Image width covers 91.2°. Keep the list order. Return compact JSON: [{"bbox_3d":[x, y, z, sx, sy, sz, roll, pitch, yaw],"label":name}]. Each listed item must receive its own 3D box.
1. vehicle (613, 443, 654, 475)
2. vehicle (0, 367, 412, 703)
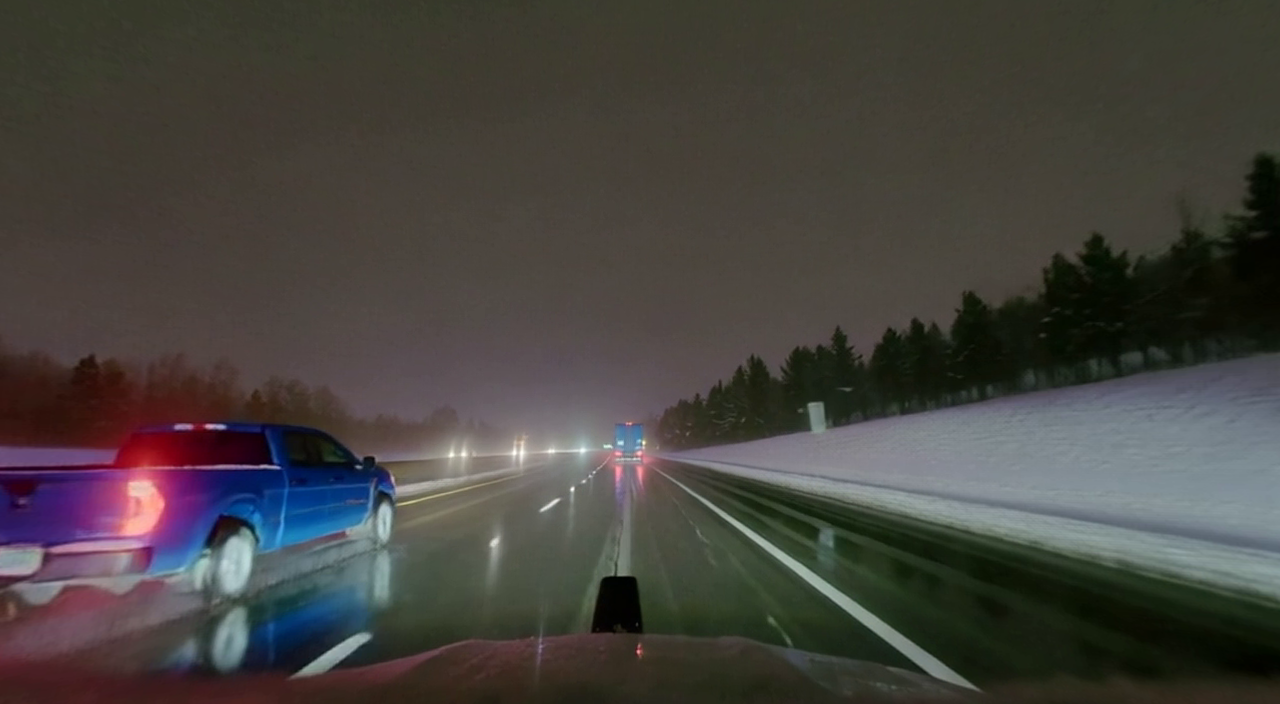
[{"bbox_3d":[-0.408,6.183,36.433,2.230,1.715,4.243,0,-9,-1],"label":"vehicle"},{"bbox_3d":[-3.846,1.259,5.191,2.181,1.653,4.691,0,-9,-1],"label":"vehicle"}]
